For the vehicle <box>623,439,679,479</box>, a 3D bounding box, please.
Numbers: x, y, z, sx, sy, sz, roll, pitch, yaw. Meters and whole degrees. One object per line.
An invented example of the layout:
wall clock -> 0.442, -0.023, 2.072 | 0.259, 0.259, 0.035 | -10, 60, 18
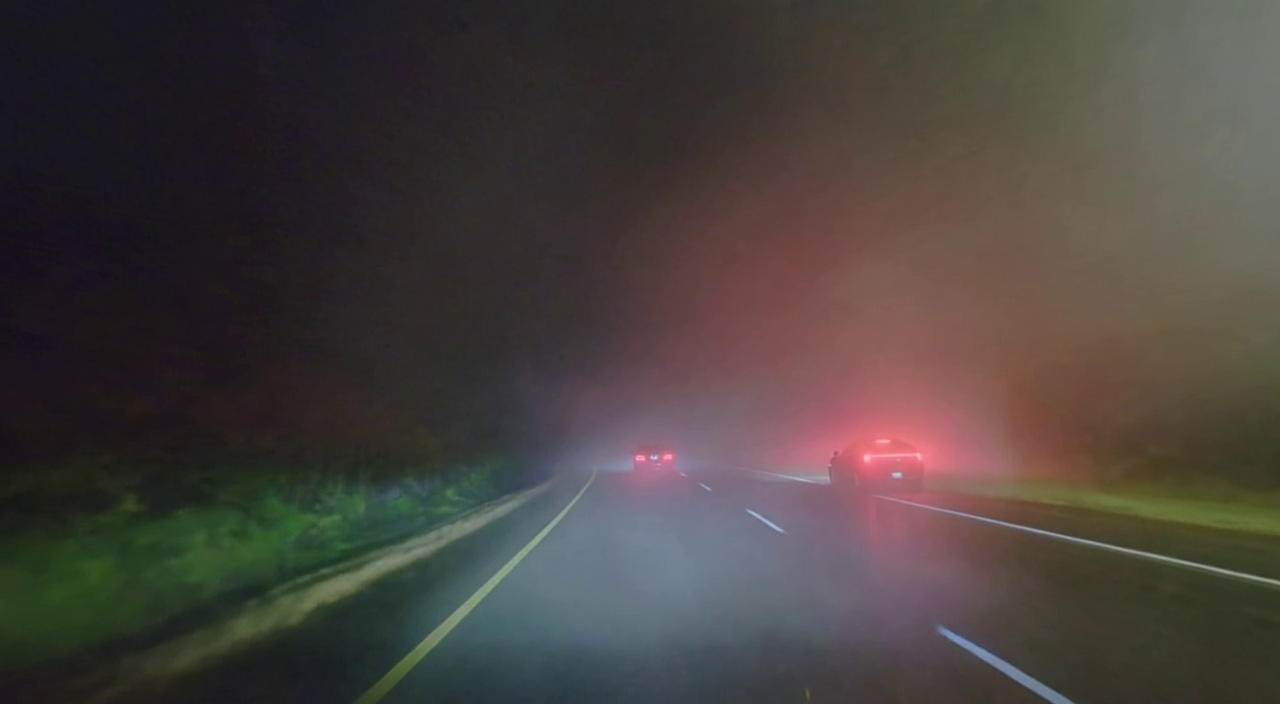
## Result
vehicle -> 0.364, 4.328, 25.719 | 2.029, 1.474, 4.183 | 0, -8, -2
